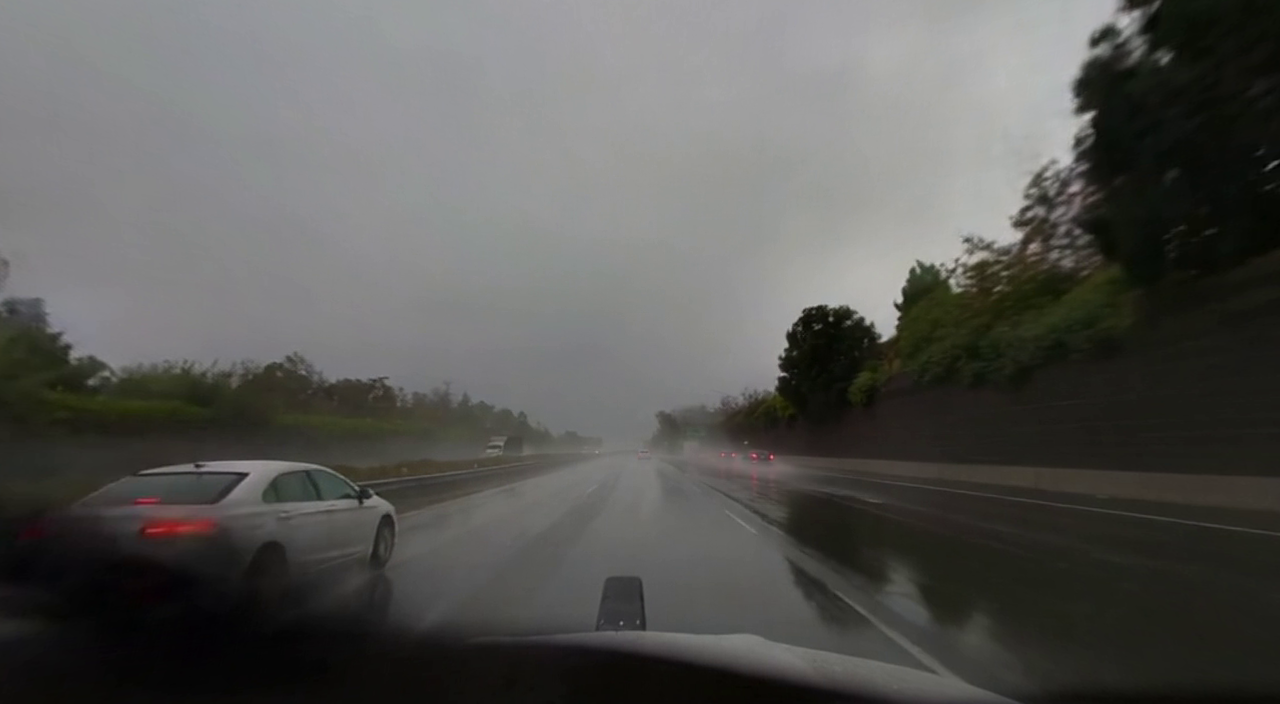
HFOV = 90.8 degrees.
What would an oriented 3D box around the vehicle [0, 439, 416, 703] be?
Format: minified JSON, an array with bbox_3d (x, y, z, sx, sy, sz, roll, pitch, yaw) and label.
[{"bbox_3d":[-3.811,1.549,5.661,1.873,1.438,4.546,0,-9,1],"label":"vehicle"}]

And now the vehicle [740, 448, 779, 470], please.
[{"bbox_3d":[8.558,7.680,45.516,1.884,1.485,4.600,0,-9,0],"label":"vehicle"}]
